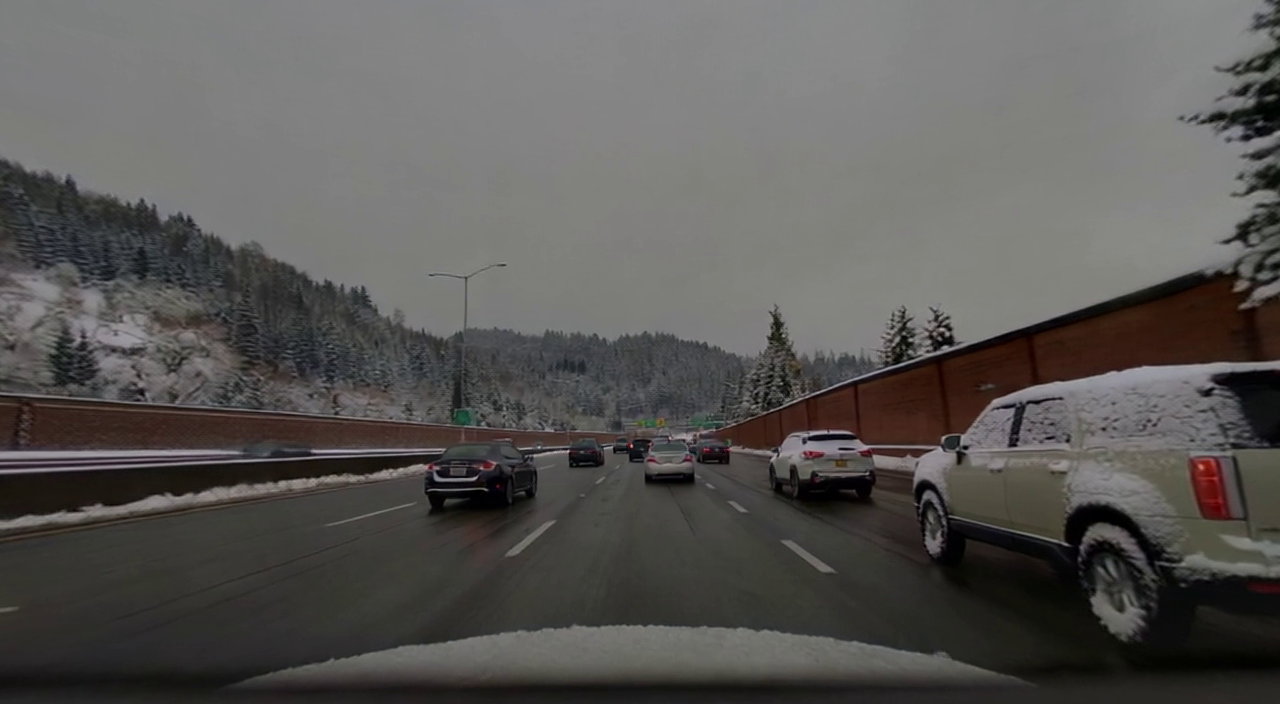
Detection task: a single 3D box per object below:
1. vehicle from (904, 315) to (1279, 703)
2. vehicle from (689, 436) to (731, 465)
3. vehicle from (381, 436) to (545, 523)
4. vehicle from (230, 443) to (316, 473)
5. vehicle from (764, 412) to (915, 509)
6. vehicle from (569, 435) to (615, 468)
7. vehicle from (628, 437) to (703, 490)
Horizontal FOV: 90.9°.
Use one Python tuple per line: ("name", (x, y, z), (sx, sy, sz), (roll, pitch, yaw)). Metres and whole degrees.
("vehicle", (3.768, 1.005, 4.429), (1.930, 1.831, 4.344), (0, -8, 0))
("vehicle", (3.897, 5.545, 35.582), (1.855, 1.513, 3.915), (0, -8, -1))
("vehicle", (-3.321, 2.465, 12.858), (1.961, 1.456, 4.362), (0, -8, 1))
("vehicle", (-21.592, 6.236, 37.389), (2.044, 1.674, 4.991), (0, -8, 0))
("vehicle", (4.348, 2.444, 14.657), (1.970, 1.872, 4.575), (0, -8, 0))
("vehicle", (-2.716, 5.824, 37.193), (2.154, 1.793, 4.736), (0, -8, 2))
("vehicle", (0.688, 3.402, 19.677), (2.105, 1.471, 3.978), (0, -8, -1))
